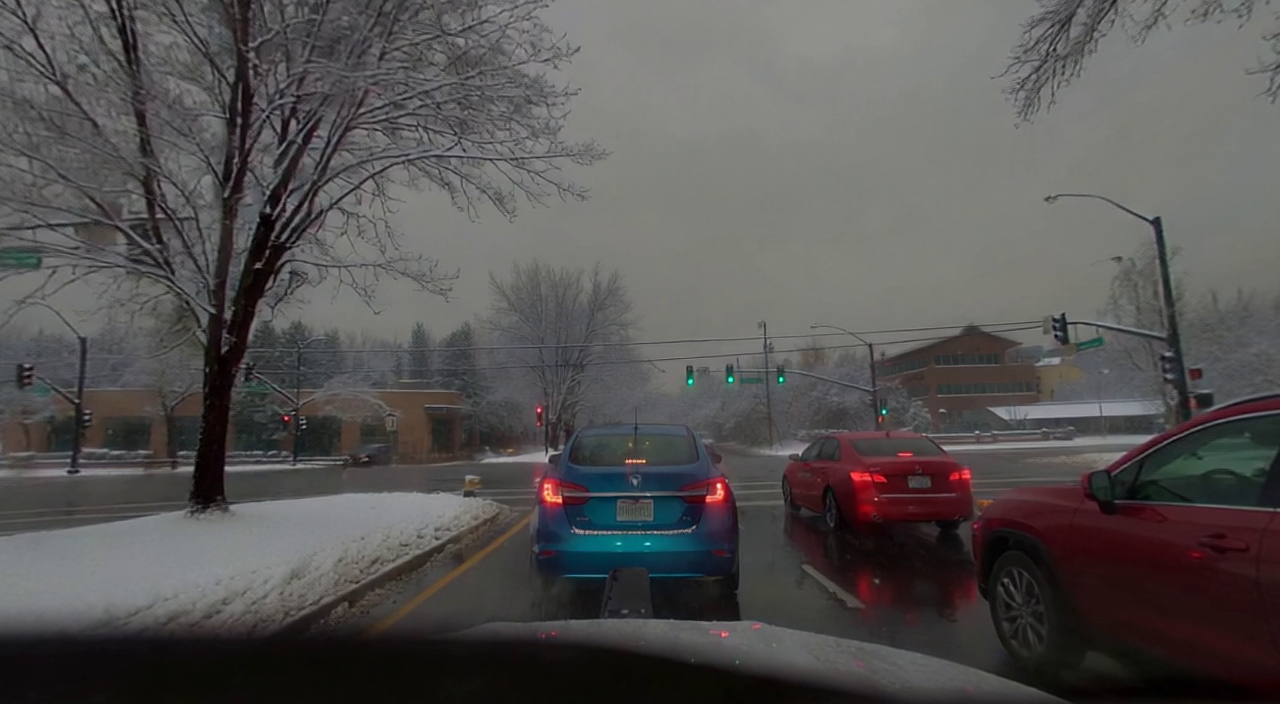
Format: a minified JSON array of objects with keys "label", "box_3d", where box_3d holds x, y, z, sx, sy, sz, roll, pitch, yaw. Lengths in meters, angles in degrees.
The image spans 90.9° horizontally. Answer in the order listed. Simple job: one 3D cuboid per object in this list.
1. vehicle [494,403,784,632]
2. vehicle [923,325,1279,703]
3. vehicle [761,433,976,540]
[{"label":"vehicle","box_3d":[-0.024,1.478,6.503,2.074,1.631,3.793,0,-9,0]},{"label":"vehicle","box_3d":[3.717,0.934,3.426,2.162,1.829,4.519,0,-9,-1]},{"label":"vehicle","box_3d":[3.686,2.259,11.301,2.054,1.482,4.654,0,-9,-1]}]
